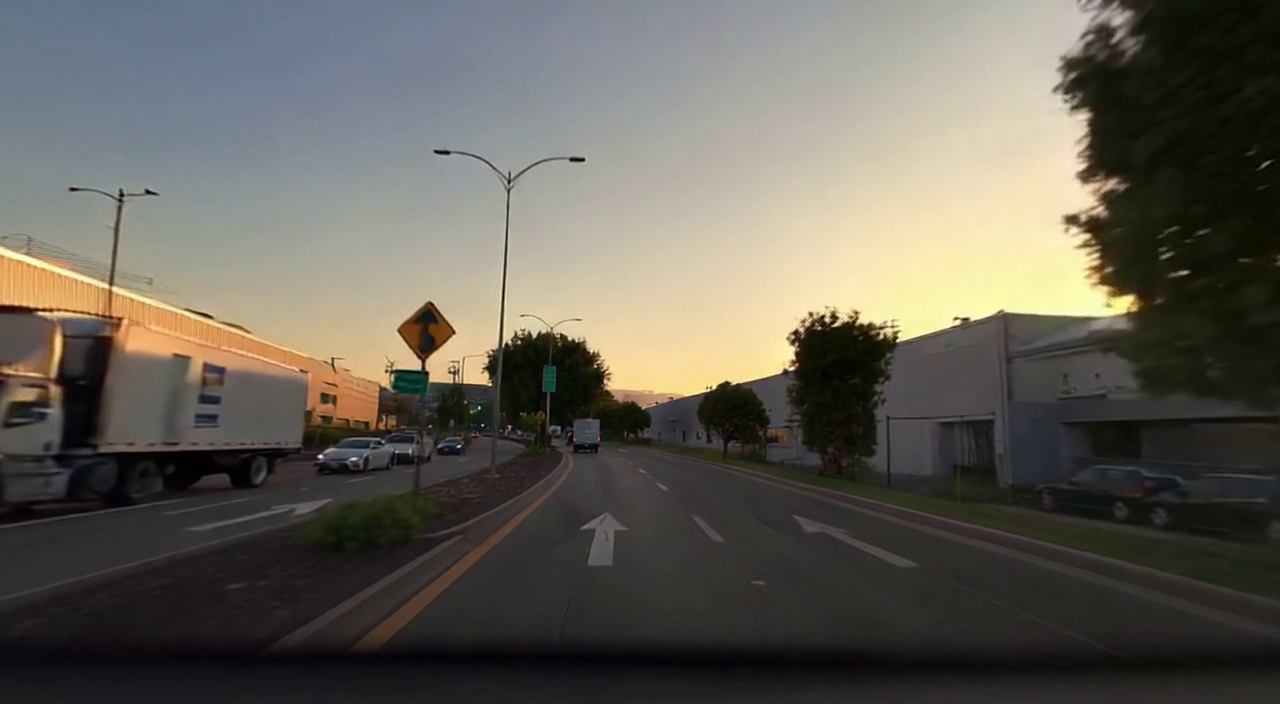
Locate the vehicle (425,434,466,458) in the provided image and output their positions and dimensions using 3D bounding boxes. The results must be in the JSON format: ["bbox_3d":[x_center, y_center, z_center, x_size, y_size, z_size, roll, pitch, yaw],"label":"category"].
[{"bbox_3d":[-13.399,6.468,43.509,1.897,1.515,3.986,1,-8,-6],"label":"vehicle"}]

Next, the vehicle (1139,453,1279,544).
[{"bbox_3d":[12.313,2.752,11.665,4.495,1.476,1.773,2,-8,6],"label":"vehicle"}]

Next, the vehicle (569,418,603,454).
[{"bbox_3d":[-4.304,6.636,49.746,2.276,2.706,5.232,1,-8,-9],"label":"vehicle"}]

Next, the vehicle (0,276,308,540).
[{"bbox_3d":[-10.520,1.342,12.719,3.012,3.547,9.604,1,-8,-4],"label":"vehicle"}]

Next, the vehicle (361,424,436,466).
[{"bbox_3d":[-12.021,4.658,31.746,2.198,1.916,5.296,1,-8,-6],"label":"vehicle"}]

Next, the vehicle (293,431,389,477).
[{"bbox_3d":[-11.220,3.837,23.998,1.926,1.610,4.079,1,-8,-5],"label":"vehicle"}]
